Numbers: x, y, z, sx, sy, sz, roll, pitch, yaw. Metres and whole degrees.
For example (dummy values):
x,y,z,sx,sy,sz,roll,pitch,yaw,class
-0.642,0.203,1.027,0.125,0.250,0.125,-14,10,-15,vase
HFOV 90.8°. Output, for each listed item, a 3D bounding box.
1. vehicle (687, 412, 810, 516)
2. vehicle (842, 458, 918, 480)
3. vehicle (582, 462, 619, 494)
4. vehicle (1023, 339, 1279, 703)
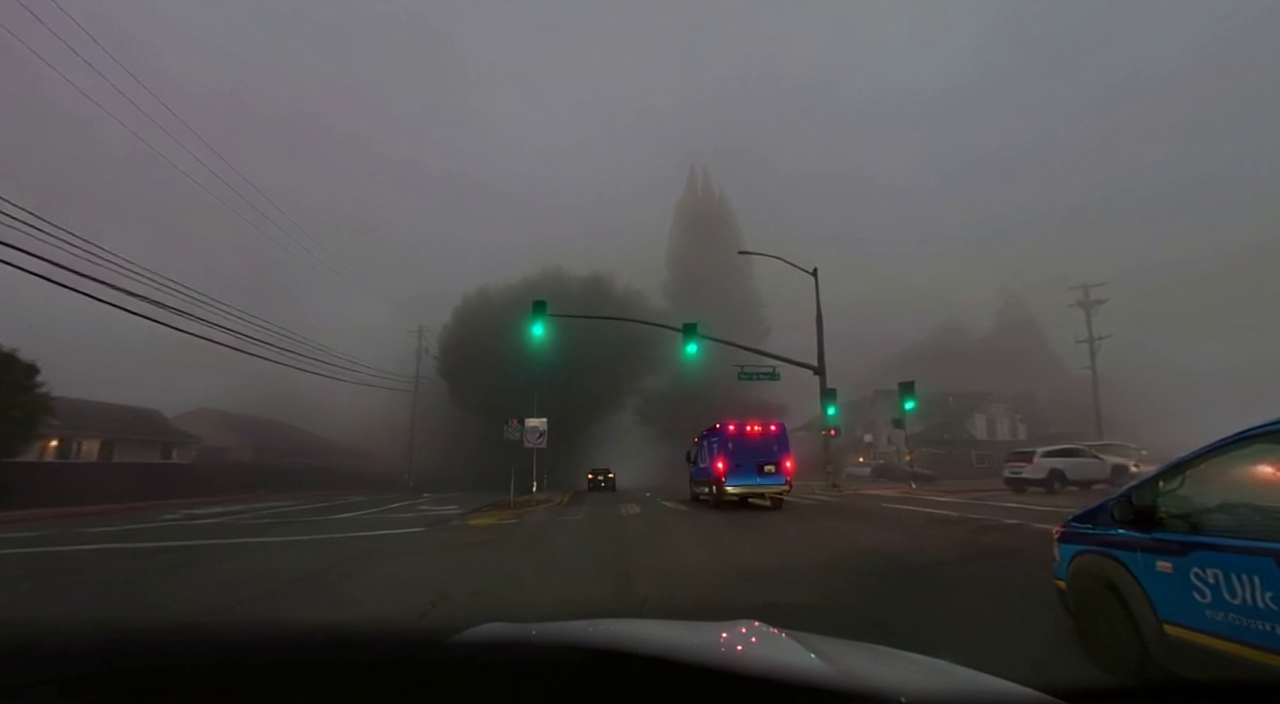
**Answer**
x,y,z,sx,sy,sz,roll,pitch,yaw,class
3.055,3.348,19.344,2.406,2.687,5.521,0,-9,-4,vehicle
17.630,8.610,46.528,4.868,1.455,2.054,-5,-10,30,vehicle
-2.419,7.495,37.905,2.114,1.707,3.725,1,-9,-5,vehicle
4.200,0.837,2.602,2.194,1.922,4.822,0,-9,0,vehicle
